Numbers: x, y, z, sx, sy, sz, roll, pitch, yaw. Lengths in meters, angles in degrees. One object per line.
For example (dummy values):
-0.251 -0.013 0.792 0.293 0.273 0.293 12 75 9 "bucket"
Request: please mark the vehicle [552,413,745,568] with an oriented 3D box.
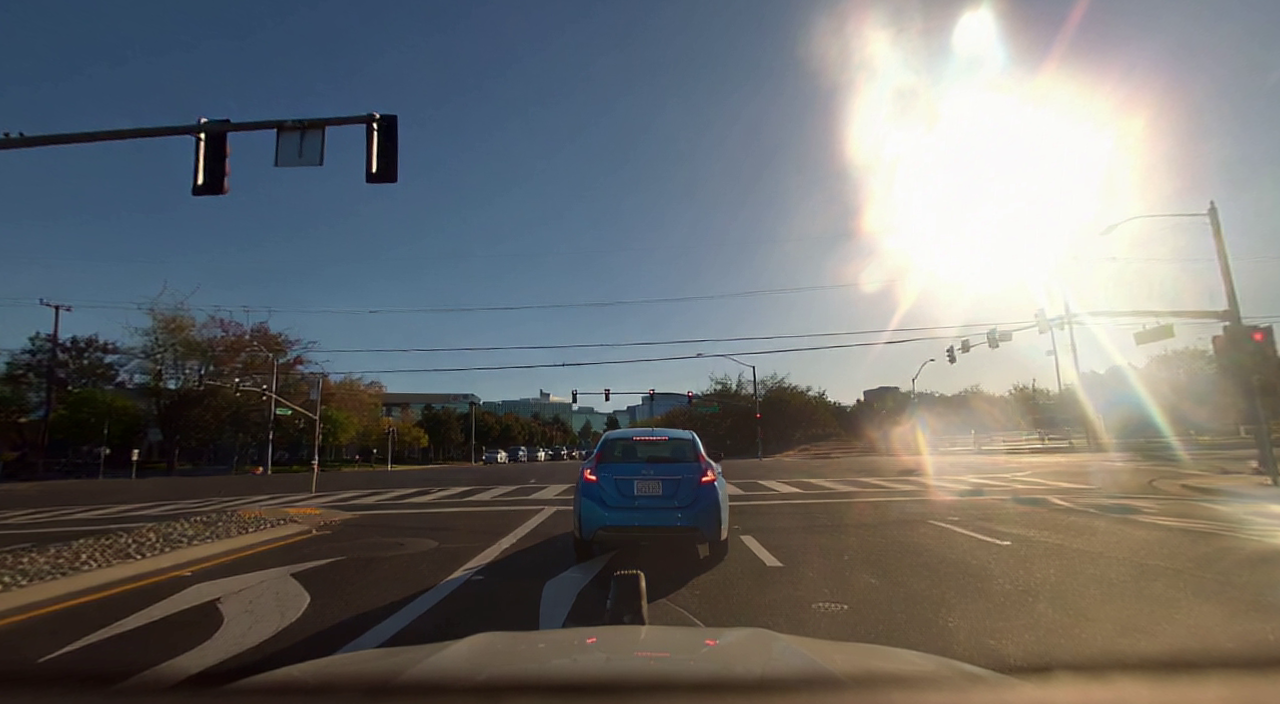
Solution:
0.048 1.755 8.710 2.027 1.626 3.942 0 -8 -1 "vehicle"
